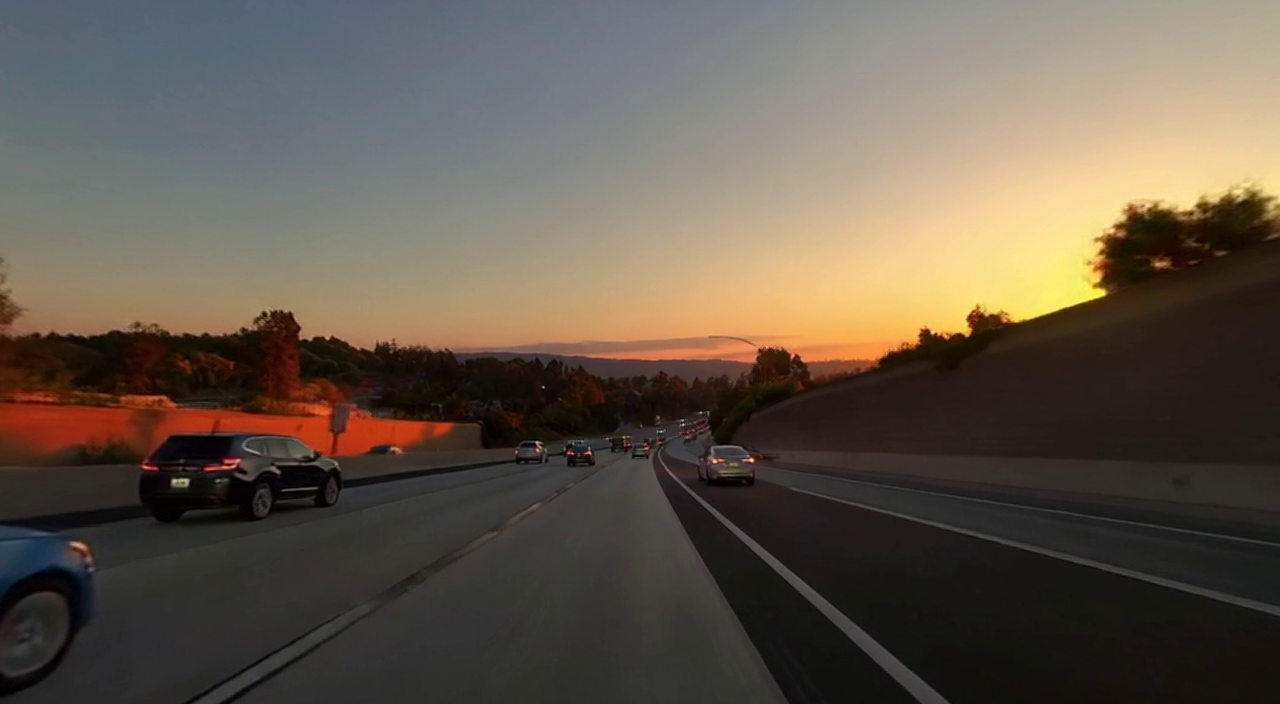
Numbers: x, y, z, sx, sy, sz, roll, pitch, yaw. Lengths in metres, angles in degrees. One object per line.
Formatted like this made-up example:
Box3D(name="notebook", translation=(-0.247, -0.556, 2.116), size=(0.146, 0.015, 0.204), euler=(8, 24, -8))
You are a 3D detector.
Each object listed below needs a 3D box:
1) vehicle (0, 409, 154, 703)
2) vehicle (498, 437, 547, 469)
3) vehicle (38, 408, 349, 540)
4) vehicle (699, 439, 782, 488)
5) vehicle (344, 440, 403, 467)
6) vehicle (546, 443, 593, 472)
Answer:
Box3D(name="vehicle", translation=(-4.052, 0.828, 1.666), size=(1.988, 1.506, 4.416), euler=(0, -9, 0))
Box3D(name="vehicle", translation=(-7.092, 6.152, 38.458), size=(2.111, 1.811, 4.391), euler=(0, -9, 0))
Box3D(name="vehicle", translation=(-7.356, 2.071, 11.205), size=(2.142, 1.849, 4.566), euler=(0, -9, 0))
Box3D(name="vehicle", translation=(3.393, 3.882, 22.228), size=(2.141, 1.507, 4.510), euler=(0, -9, -1))
Box3D(name="vehicle", translation=(-16.674, 6.375, 39.597), size=(1.832, 1.564, 4.002), euler=(0, -9, 2))
Box3D(name="vehicle", translation=(-3.796, 5.770, 34.479), size=(2.071, 1.478, 4.130), euler=(0, -9, 0))
